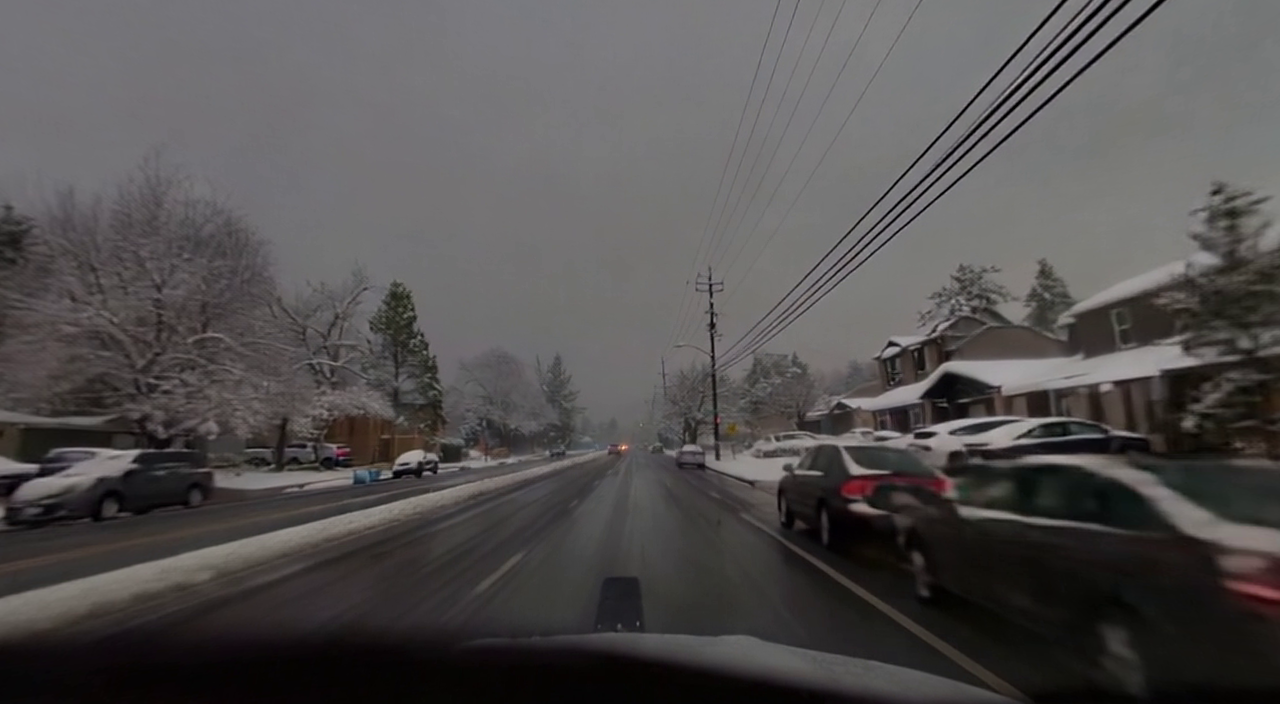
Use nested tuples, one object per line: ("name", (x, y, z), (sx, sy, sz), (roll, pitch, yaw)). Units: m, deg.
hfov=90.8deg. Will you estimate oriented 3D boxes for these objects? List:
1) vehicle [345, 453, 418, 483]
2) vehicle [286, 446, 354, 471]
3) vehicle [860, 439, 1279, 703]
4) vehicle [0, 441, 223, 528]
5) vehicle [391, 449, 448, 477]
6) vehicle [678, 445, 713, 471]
("vehicle", (-14.060, 6.324, 34.656), (2.011, 1.480, 4.644), (0, -9, 0))
("vehicle", (-22.526, 7.533, 44.513), (3.803, 1.528, 1.812), (-3, -10, -2))
("vehicle", (3.083, 1.232, 3.582), (1.866, 1.414, 4.604), (0, -9, -2))
("vehicle", (-13.625, 3.347, 16.706), (2.137, 1.852, 4.541), (-2, -8, -1))
("vehicle", (-13.882, 6.999, 40.040), (1.916, 1.632, 4.440), (0, -9, 1))
("vehicle", (3.550, 6.871, 41.165), (1.855, 1.518, 4.707), (0, -9, 0))
